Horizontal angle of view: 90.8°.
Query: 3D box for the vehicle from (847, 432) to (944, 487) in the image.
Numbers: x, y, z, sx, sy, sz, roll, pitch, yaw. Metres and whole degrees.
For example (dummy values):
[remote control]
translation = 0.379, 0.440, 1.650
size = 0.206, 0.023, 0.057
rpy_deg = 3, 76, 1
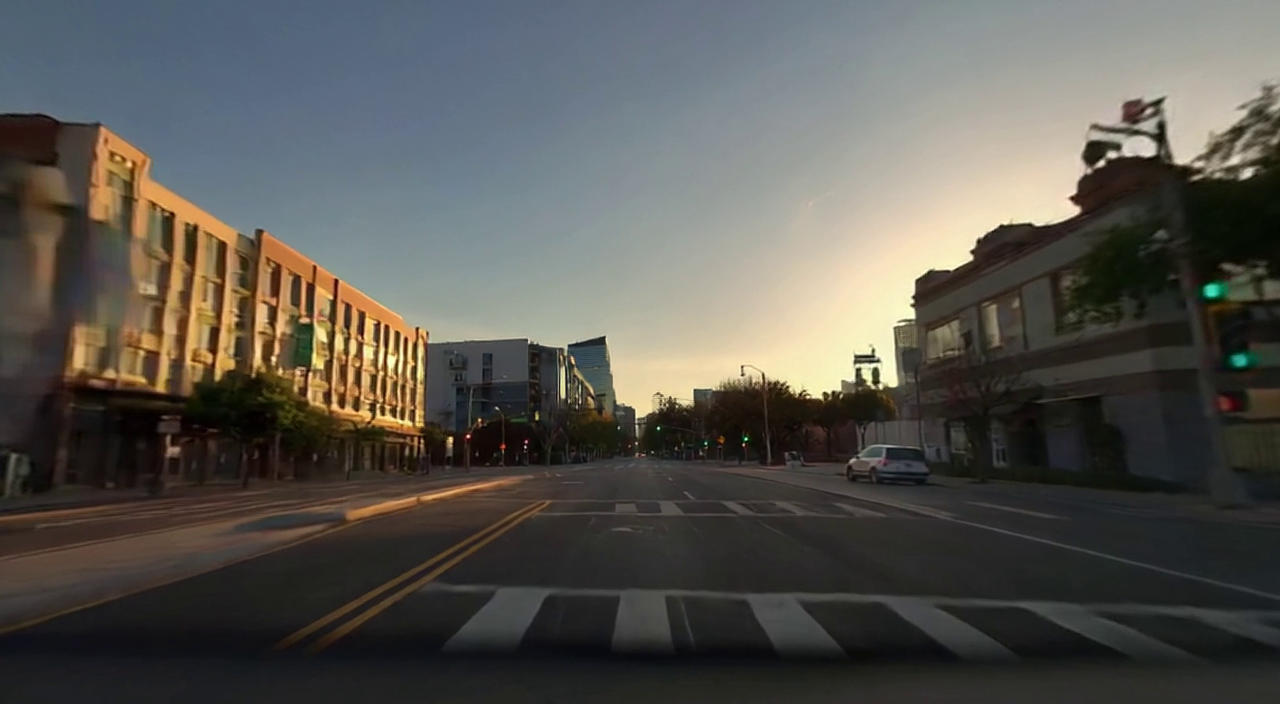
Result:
[vehicle]
translation = 10.016, 4.283, 25.201
size = 2.101, 1.957, 4.718
rpy_deg = 0, -9, 3
